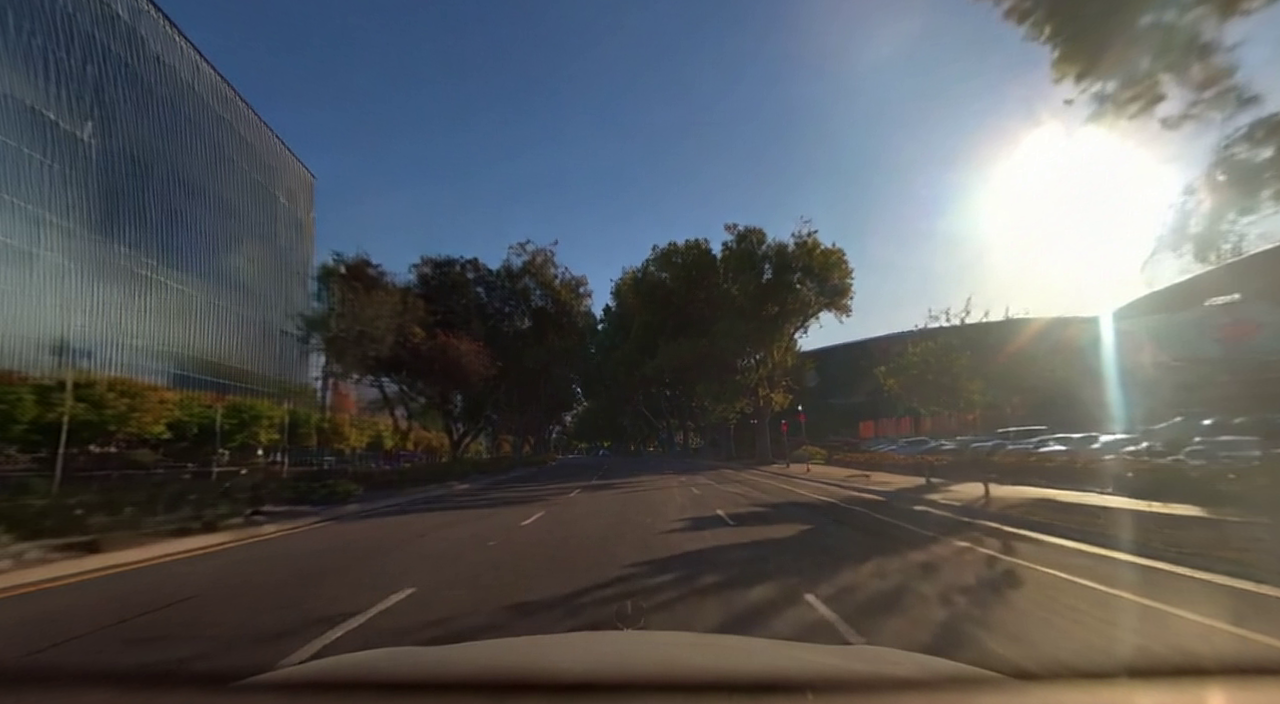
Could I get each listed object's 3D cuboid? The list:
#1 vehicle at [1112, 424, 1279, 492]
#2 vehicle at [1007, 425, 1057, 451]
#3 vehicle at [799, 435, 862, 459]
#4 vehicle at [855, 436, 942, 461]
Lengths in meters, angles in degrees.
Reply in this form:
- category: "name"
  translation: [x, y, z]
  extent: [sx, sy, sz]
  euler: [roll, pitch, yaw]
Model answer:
- category: "vehicle"
  translation: [15.569, 2.780, 16.791]
  extent: [4.198, 1.552, 2.087]
  euler: [-2, -9, 0]
- category: "vehicle"
  translation: [29.522, 6.470, 47.355]
  extent: [2.153, 1.686, 4.805]
  euler: [-10, -10, 42]
- category: "vehicle"
  translation: [14.619, 7.282, 48.399]
  extent: [4.105, 1.705, 1.995]
  euler: [0, -8, -9]
- category: "vehicle"
  translation: [16.134, 6.043, 39.420]
  extent: [4.526, 1.517, 1.979]
  euler: [0, -9, -5]
